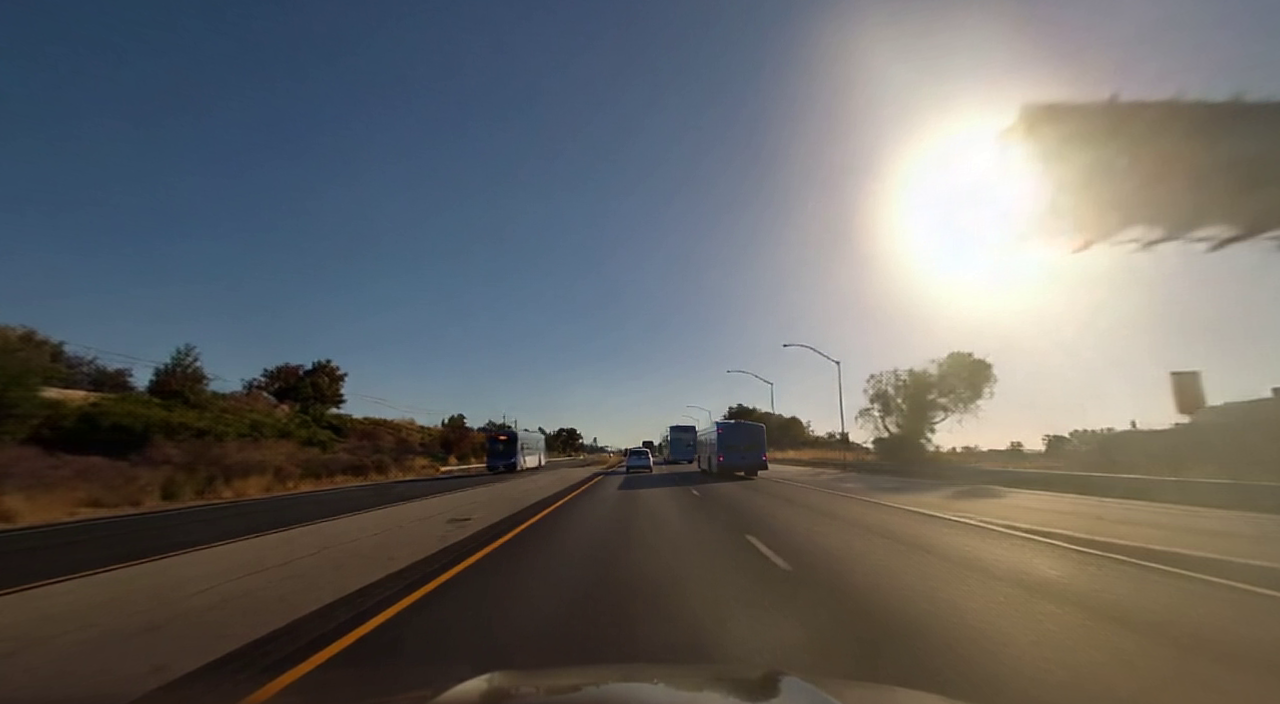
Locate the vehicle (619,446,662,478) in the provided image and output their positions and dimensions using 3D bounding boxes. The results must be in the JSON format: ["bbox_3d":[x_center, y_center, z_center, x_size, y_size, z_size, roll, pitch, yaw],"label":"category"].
[{"bbox_3d":[0.017,5.387,30.999,2.004,1.449,3.817,0,-9,0],"label":"vehicle"}]

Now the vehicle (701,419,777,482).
[{"bbox_3d":[4.354,4.507,28.888,2.440,2.555,5.957,0,-9,0],"label":"vehicle"}]
